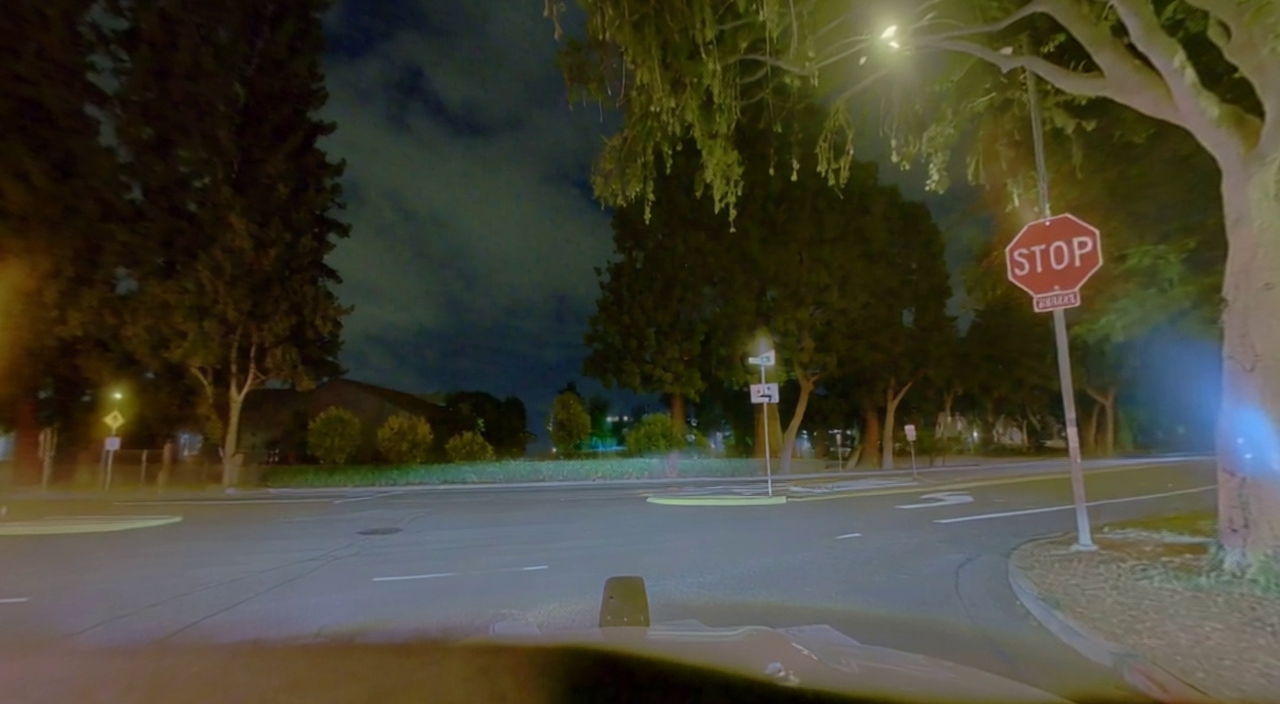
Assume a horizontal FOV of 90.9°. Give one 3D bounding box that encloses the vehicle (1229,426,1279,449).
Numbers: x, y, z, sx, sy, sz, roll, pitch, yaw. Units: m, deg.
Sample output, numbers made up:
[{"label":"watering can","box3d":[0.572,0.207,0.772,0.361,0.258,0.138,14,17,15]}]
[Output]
[{"label":"vehicle","box3d":[41.820,5.802,42.520,4.473,1.474,2.108,6,-10,-37]}]
